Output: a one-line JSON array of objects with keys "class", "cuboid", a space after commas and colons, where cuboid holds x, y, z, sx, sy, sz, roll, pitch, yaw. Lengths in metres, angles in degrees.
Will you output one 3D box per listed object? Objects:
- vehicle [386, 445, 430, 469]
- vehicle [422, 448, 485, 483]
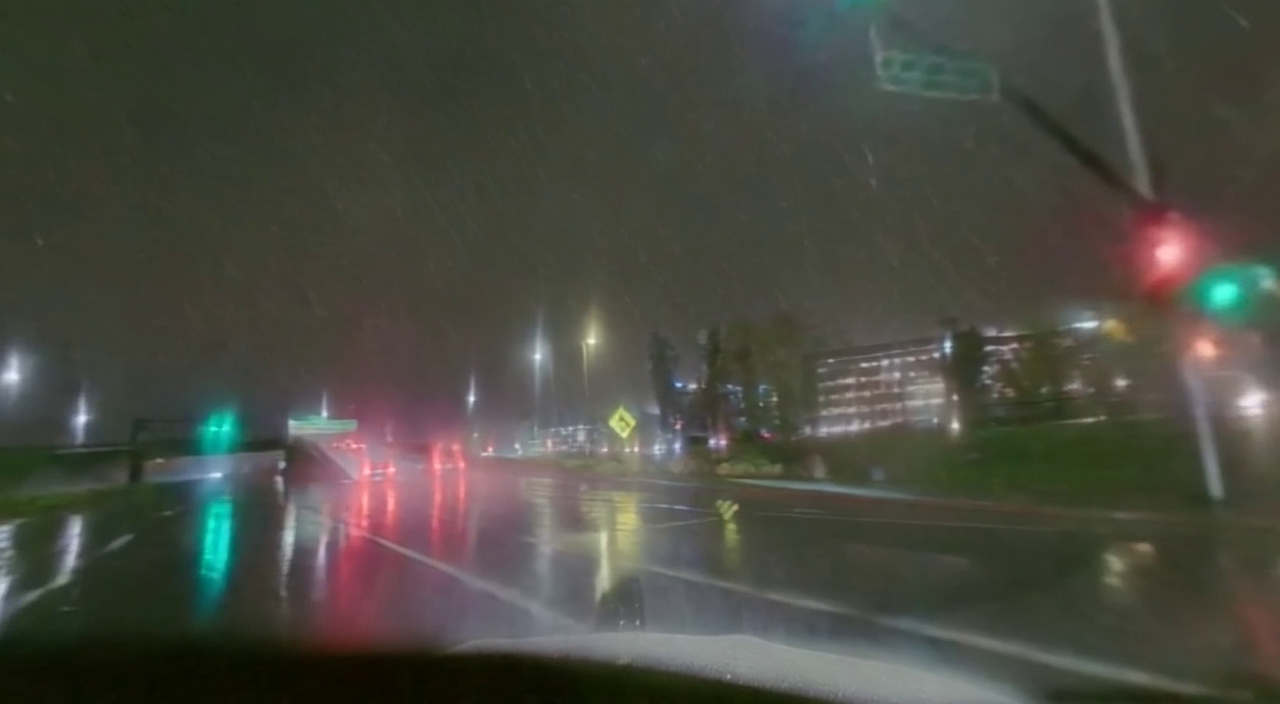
[{"class": "vehicle", "cuboid": [-16.302, 7.339, 44.232, 2.007, 1.605, 3.852, 5, -10, -32]}, {"class": "vehicle", "cuboid": [-9.104, 5.453, 30.643, 2.048, 1.516, 3.874, 4, -10, -29]}]
